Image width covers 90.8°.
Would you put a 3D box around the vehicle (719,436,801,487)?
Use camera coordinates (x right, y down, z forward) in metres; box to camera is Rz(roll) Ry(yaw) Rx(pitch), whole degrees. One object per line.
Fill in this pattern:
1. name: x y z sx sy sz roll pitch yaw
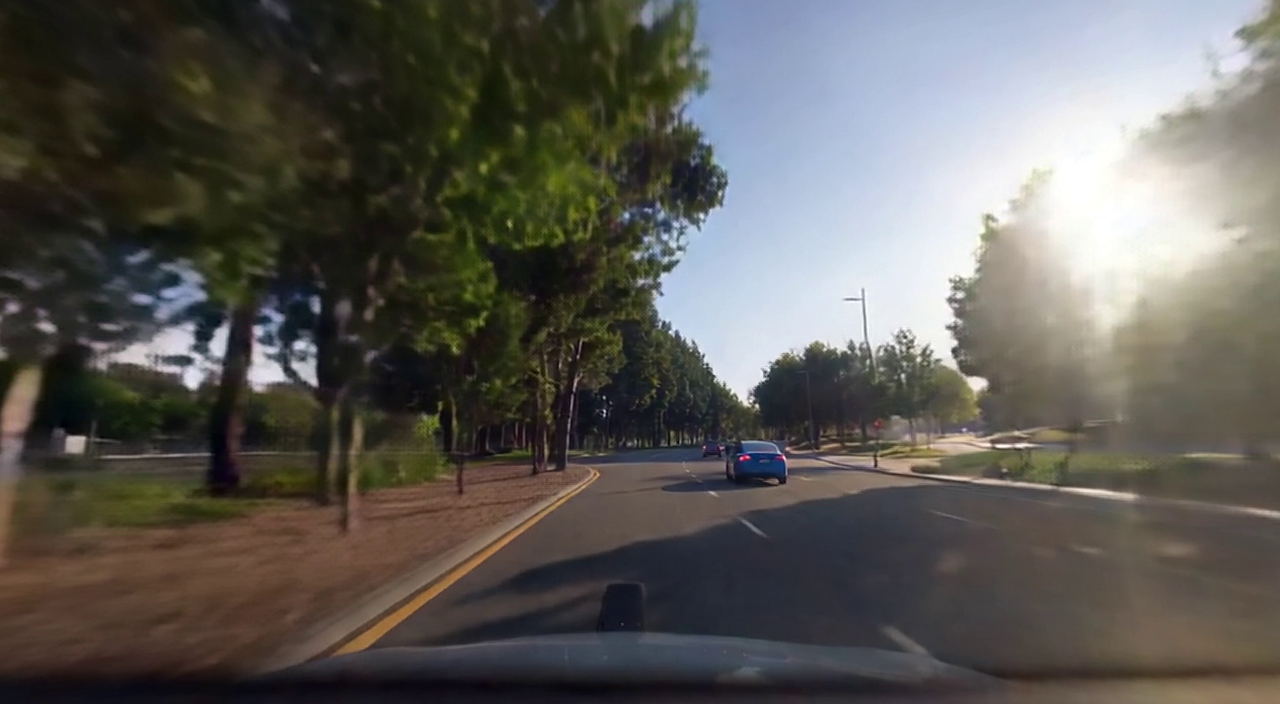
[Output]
1. vehicle: 3.870 3.612 21.165 1.928 1.481 4.453 0 -8 0
